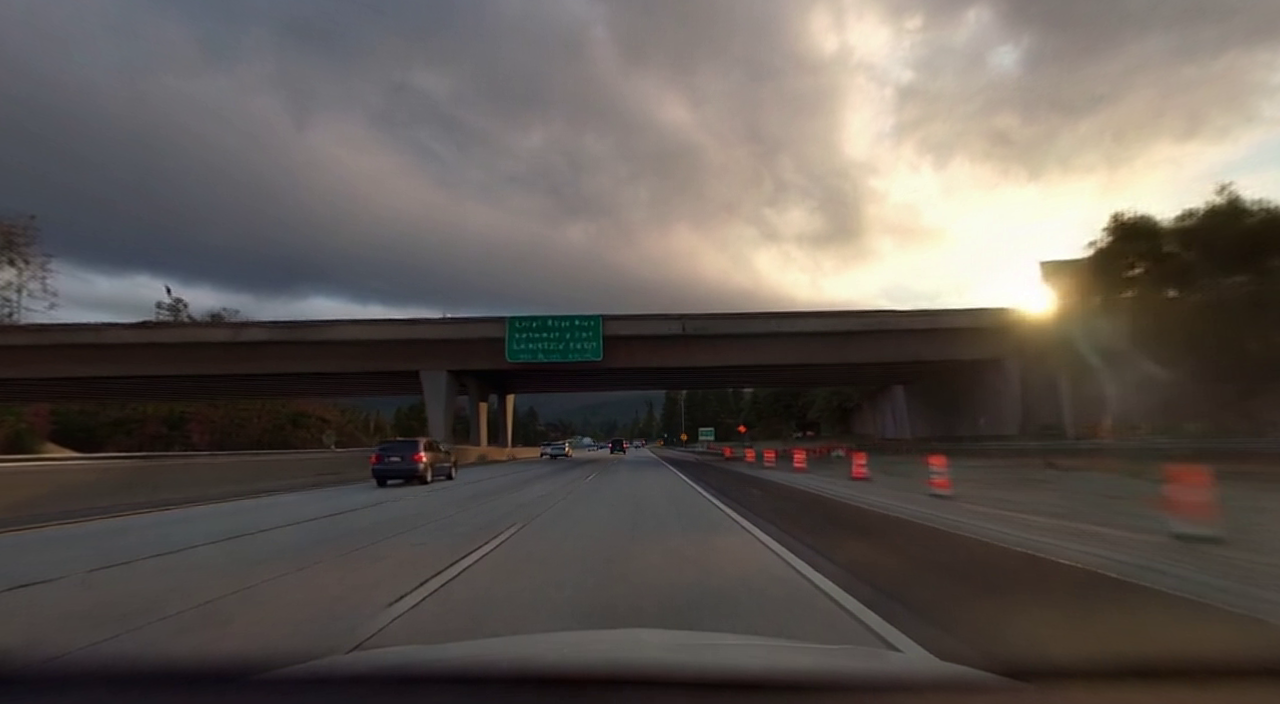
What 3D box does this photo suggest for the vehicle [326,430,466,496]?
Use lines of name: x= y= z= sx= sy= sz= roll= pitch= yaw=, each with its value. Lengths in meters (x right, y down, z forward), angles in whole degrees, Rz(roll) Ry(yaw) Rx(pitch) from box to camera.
vehicle: x=-7.107 y=3.286 z=19.117 sx=2.169 sy=1.701 sz=5.113 roll=0 pitch=-8 yaw=0
